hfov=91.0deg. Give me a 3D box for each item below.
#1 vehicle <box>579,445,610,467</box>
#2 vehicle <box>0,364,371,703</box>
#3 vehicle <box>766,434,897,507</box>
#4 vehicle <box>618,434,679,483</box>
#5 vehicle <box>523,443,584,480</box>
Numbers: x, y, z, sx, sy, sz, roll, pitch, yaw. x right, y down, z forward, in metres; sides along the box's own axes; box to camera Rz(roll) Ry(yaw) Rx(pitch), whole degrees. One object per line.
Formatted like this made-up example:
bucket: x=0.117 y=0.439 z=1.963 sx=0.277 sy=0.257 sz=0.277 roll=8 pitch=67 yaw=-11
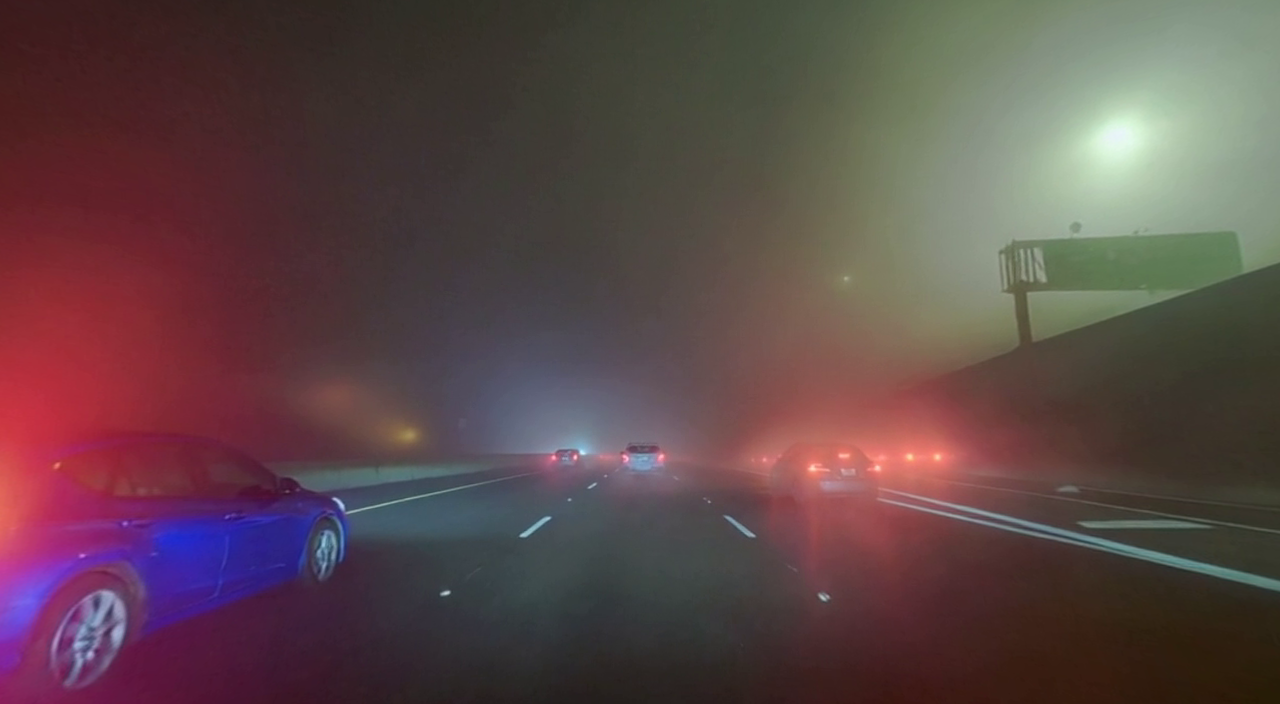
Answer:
vehicle: x=-3.344 y=7.714 z=46.878 sx=1.969 sy=1.480 sz=4.077 roll=0 pitch=-9 yaw=1
vehicle: x=-3.900 y=1.093 z=4.217 sx=2.160 sy=1.639 sz=4.431 roll=0 pitch=-9 yaw=1
vehicle: x=4.882 y=3.073 z=16.803 sx=2.055 sy=1.656 sz=4.370 roll=0 pitch=-9 yaw=-1
vehicle: x=0.314 y=4.141 z=24.695 sx=2.202 sy=1.748 sz=4.158 roll=0 pitch=-8 yaw=0
vehicle: x=-3.756 y=4.838 z=28.113 sx=2.031 sy=1.491 sz=4.145 roll=0 pitch=-9 yaw=1
